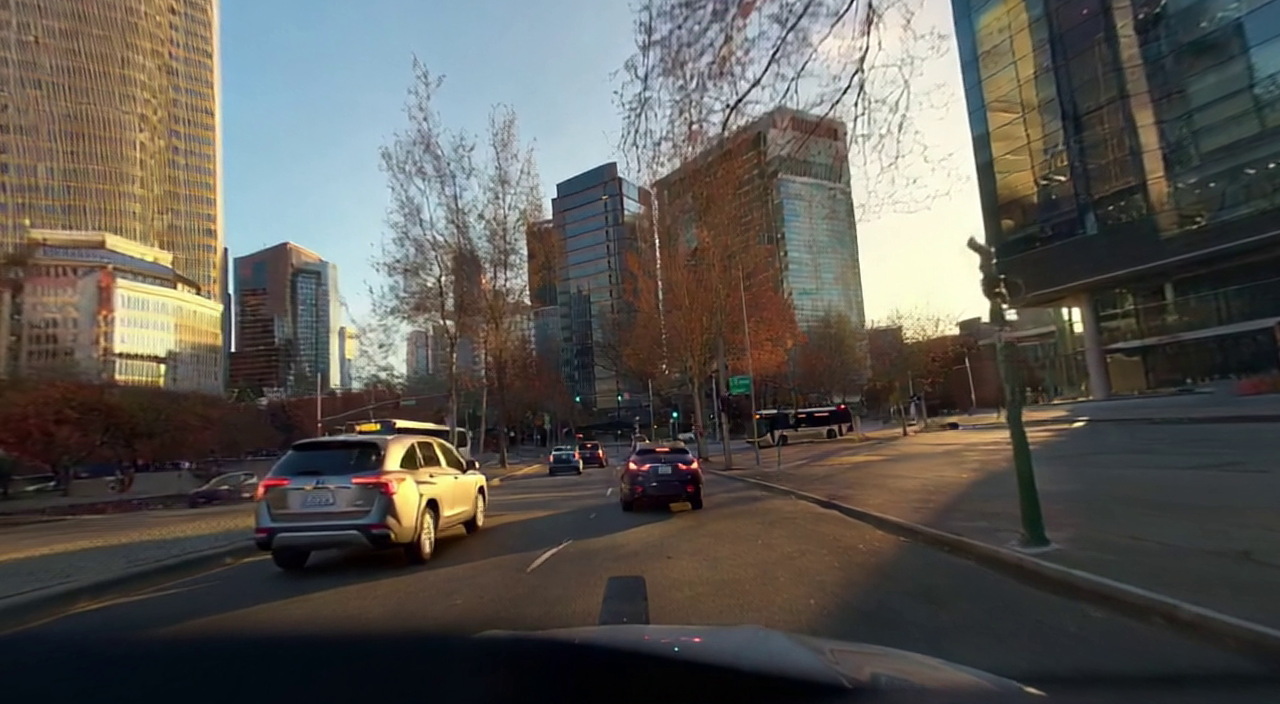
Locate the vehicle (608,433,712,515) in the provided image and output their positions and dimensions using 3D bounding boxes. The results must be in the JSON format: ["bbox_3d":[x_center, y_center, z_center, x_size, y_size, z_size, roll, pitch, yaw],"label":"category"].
[{"bbox_3d":[0.309,2.561,13.678,1.933,1.504,3.802,0,-9,-2],"label":"vehicle"}]

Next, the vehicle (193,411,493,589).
[{"bbox_3d":[-3.218,1.666,7.802,1.848,1.641,3.686,0,-9,1],"label":"vehicle"}]

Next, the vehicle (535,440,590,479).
[{"bbox_3d":[-3.302,4.670,27.635,1.961,1.517,4.202,0,-9,-1],"label":"vehicle"}]

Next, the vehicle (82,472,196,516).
[{"bbox_3d":[-24.405,6.880,30.980,2.010,1.791,4.518,1,-9,-3],"label":"vehicle"}]
